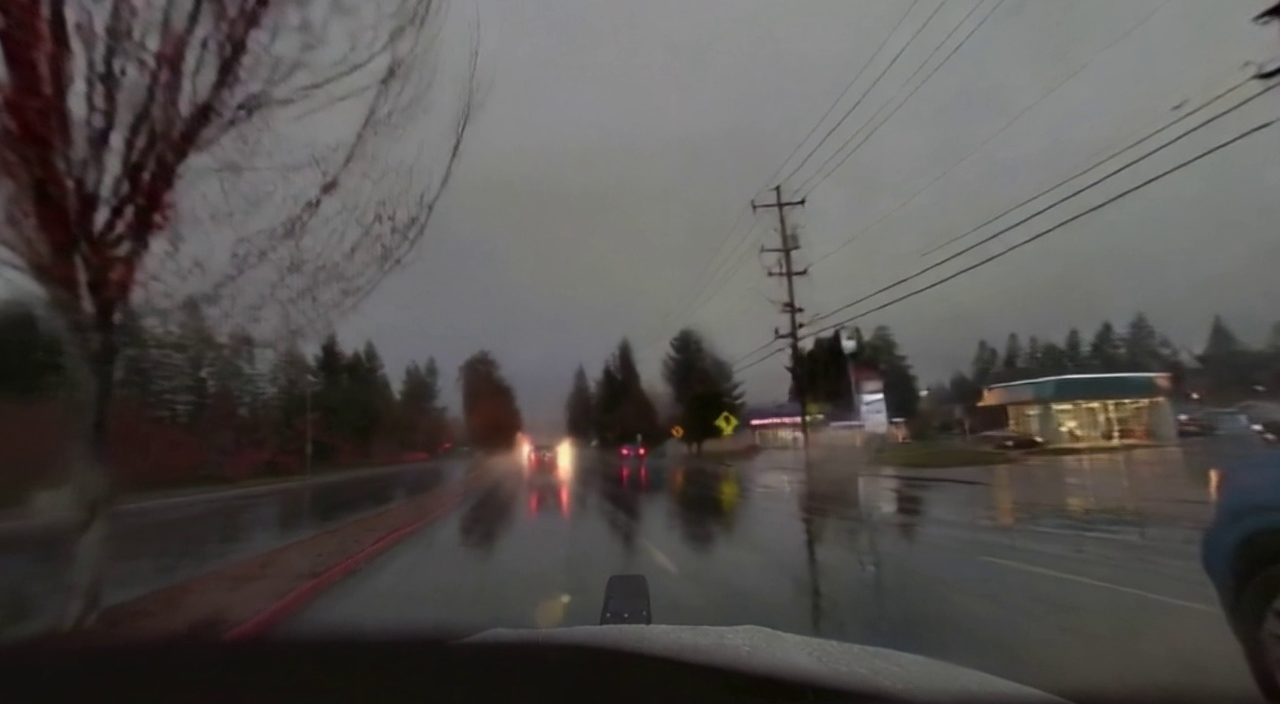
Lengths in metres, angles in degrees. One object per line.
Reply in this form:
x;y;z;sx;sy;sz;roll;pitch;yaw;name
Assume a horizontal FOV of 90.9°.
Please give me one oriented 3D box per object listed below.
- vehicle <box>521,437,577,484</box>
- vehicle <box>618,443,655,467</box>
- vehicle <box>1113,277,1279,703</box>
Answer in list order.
-4.126;4.720;27.823;2.141;1.842;4.889;1;-8;-11;vehicle
-0.315;6.911;42.455;1.760;1.481;4.161;1;-8;-11;vehicle
3.459;0.362;0.532;2.036;1.818;5.192;0;-8;0;vehicle
